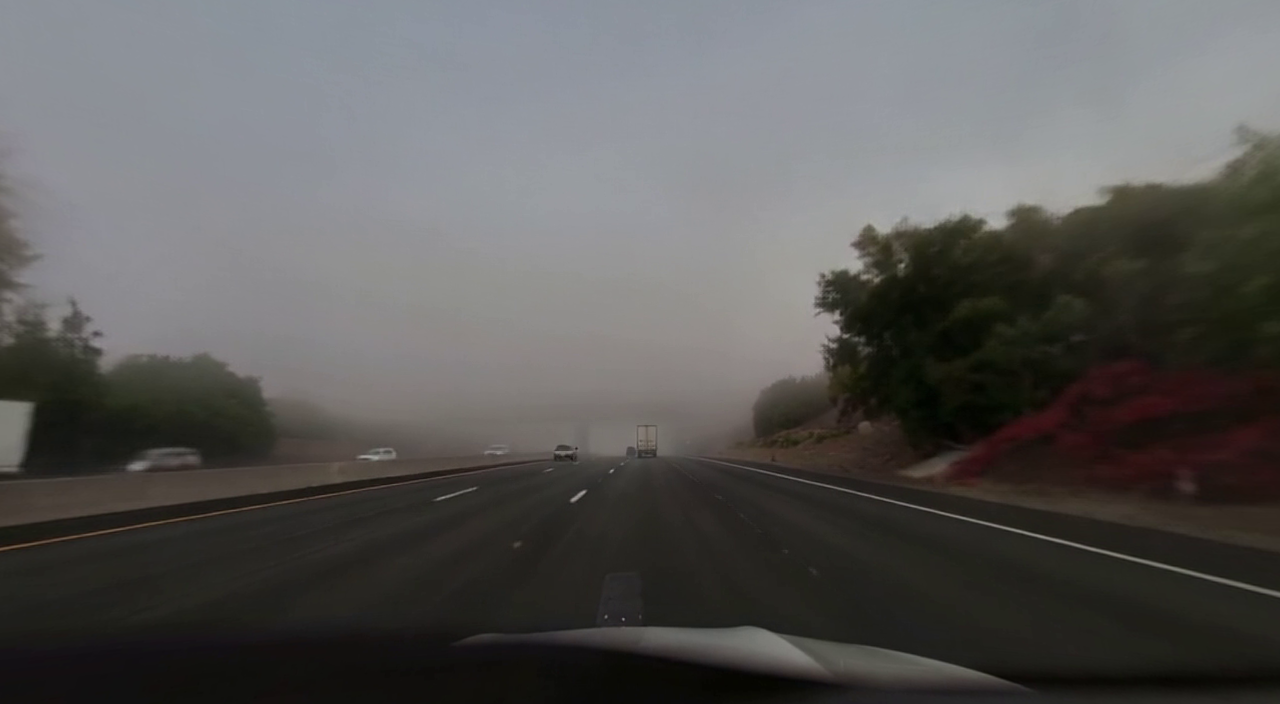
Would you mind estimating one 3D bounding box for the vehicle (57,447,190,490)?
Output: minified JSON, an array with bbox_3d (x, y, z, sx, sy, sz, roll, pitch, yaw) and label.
[{"bbox_3d":[-27.909,6.263,34.453,2.375,2.101,5.754,0,-8,0],"label":"vehicle"}]
